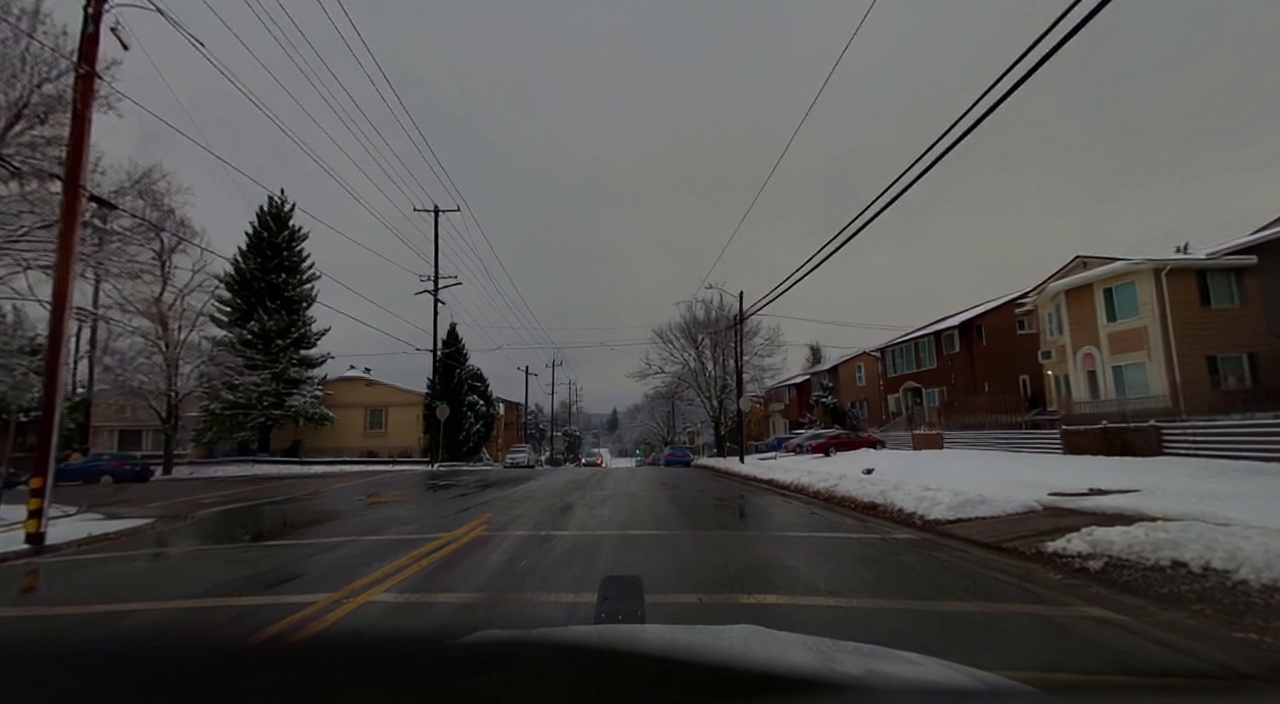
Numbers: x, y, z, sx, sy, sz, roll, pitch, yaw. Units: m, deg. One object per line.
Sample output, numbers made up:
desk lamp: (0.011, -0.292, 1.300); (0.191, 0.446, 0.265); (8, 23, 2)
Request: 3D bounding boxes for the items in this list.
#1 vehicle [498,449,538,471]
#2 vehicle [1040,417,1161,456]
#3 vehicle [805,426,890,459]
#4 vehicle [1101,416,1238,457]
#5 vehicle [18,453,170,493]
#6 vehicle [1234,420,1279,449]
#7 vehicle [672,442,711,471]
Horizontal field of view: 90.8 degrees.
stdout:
vehicle: (-8.551, 7.598, 44.727); (2.066, 1.472, 4.353); (0, -8, -1)
vehicle: (22.112, 4.034, 30.556); (4.320, 1.673, 1.957); (-2, -5, 23)
vehicle: (11.227, 4.872, 34.109); (4.509, 1.664, 1.981); (6, -10, -35)
vehicle: (22.391, 3.620, 26.816); (4.002, 1.505, 2.061); (-1, -10, -5)
vehicle: (-22.311, 4.944, 25.965); (4.424, 1.486, 1.814); (0, -8, -2)
vehicle: (33.075, 4.300, 32.871); (3.433, 1.389, 1.683); (3, -9, -22)
vehicle: (3.247, 6.711, 40.682); (1.993, 1.755, 4.256); (0, -8, -2)
